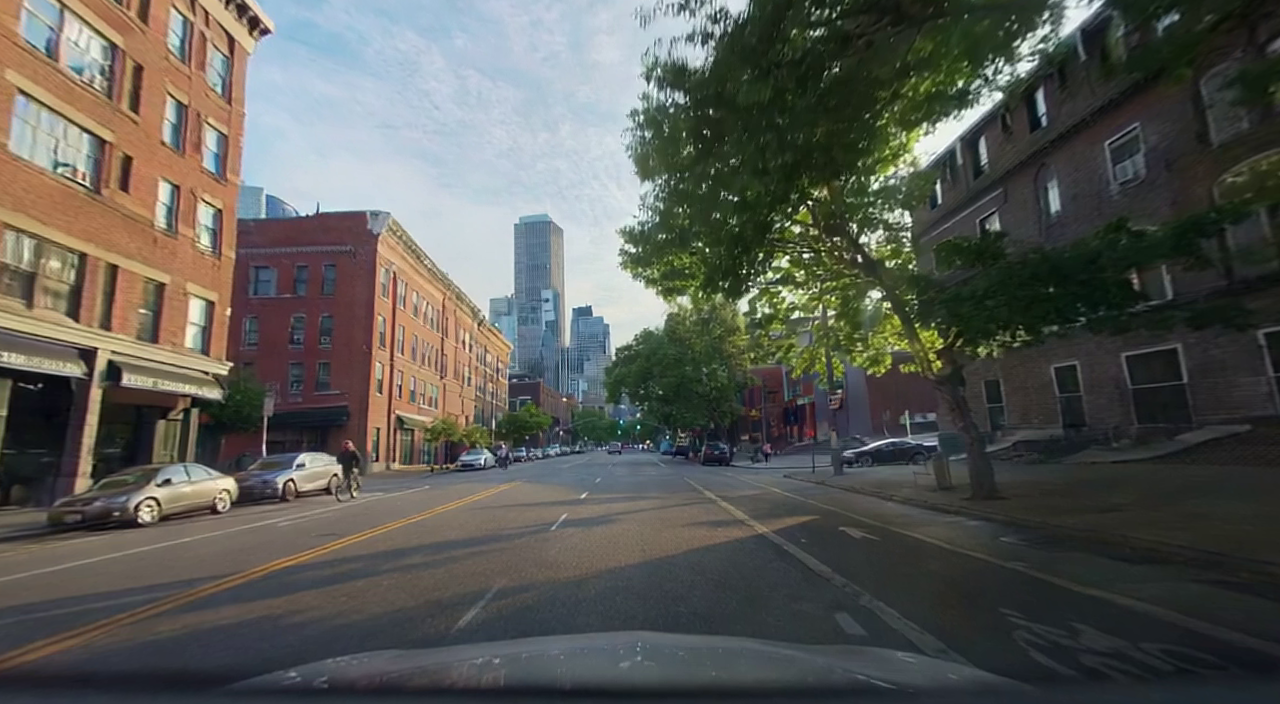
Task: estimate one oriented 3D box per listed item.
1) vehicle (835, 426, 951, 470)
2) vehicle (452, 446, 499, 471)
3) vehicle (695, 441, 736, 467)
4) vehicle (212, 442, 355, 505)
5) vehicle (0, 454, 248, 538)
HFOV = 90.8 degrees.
[{"bbox_3d":[11.495,4.418,28.969,4.380,1.608,1.942,-4,-9,-1],"label":"vehicle"},{"bbox_3d":[-11.196,7.277,43.439,1.992,1.629,4.773,0,-8,-1],"label":"vehicle"},{"bbox_3d":[4.752,6.500,40.438,1.929,1.522,4.543,0,-9,-1],"label":"vehicle"},{"bbox_3d":[-10.937,3.785,19.821,1.977,1.697,4.285,-2,-10,0],"label":"vehicle"},{"bbox_3d":[-10.876,2.996,13.789,1.868,1.456,4.418,0,-8,-1],"label":"vehicle"}]
